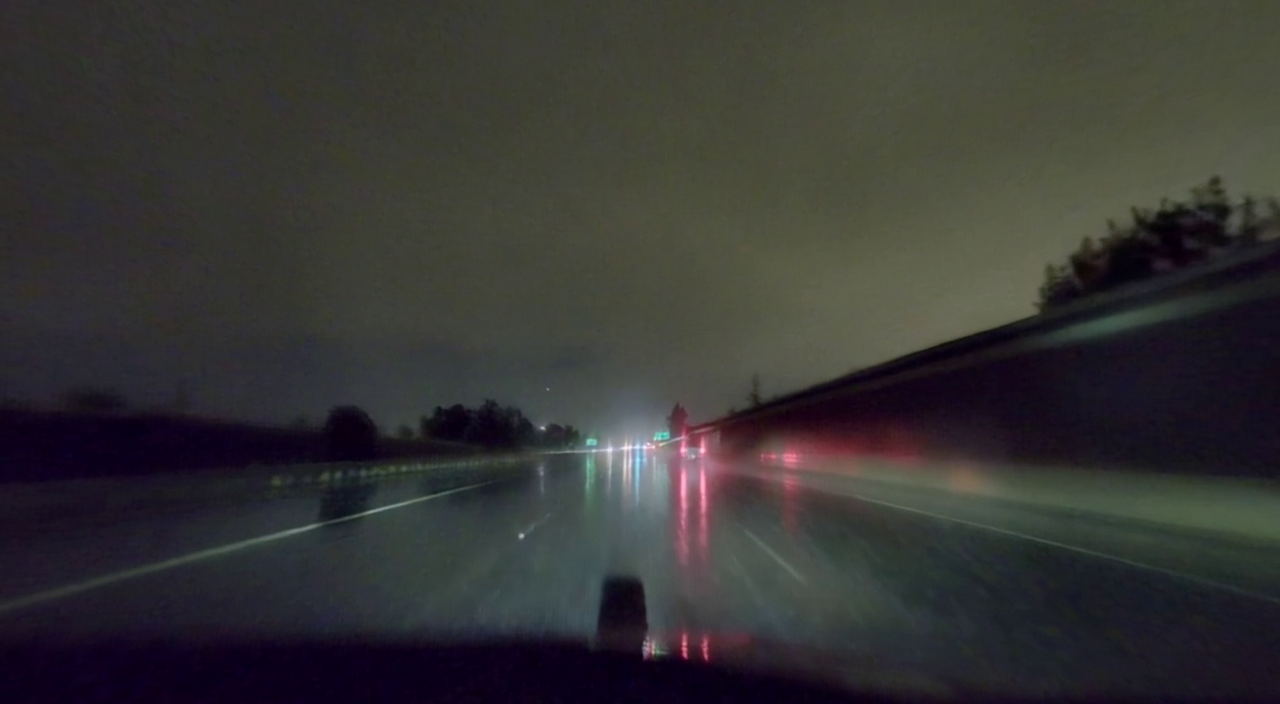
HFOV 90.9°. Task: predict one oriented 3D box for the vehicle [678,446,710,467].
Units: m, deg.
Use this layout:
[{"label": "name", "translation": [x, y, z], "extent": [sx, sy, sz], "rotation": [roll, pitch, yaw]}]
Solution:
[{"label": "vehicle", "translation": [4.075, 7.918, 48.128], "extent": [2.003, 1.520, 4.058], "rotation": [0, -8, 0]}]
